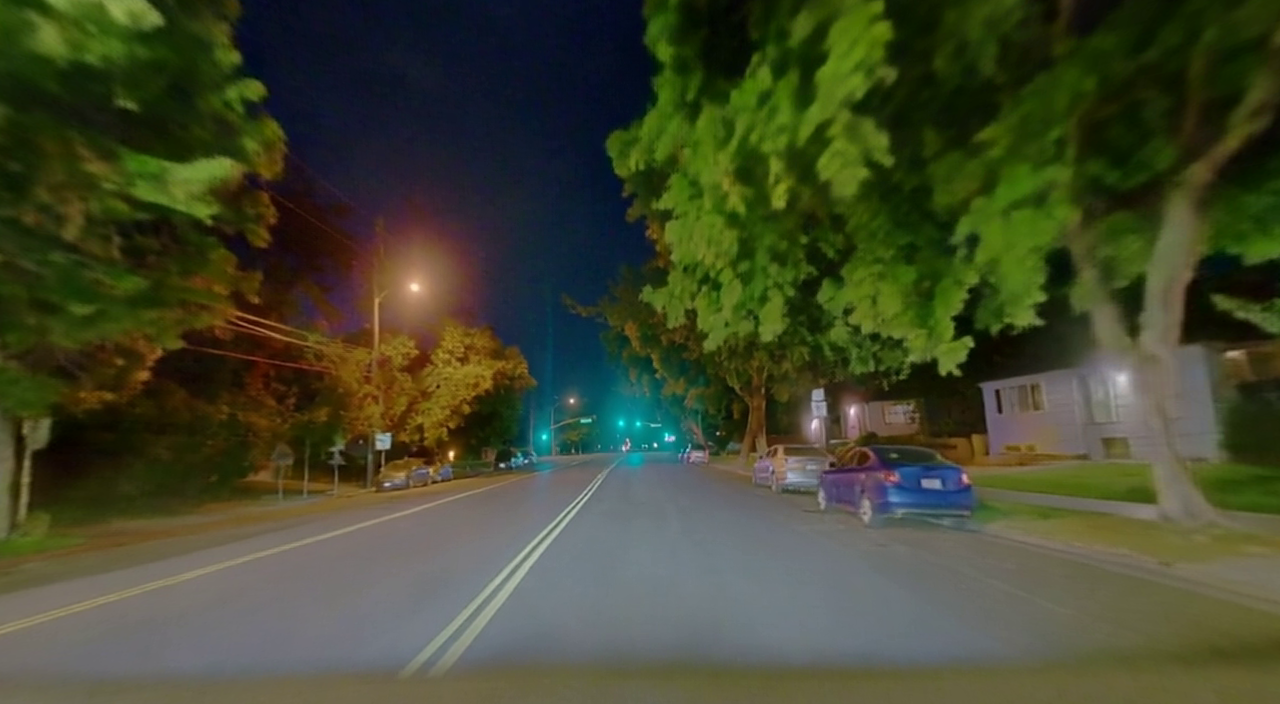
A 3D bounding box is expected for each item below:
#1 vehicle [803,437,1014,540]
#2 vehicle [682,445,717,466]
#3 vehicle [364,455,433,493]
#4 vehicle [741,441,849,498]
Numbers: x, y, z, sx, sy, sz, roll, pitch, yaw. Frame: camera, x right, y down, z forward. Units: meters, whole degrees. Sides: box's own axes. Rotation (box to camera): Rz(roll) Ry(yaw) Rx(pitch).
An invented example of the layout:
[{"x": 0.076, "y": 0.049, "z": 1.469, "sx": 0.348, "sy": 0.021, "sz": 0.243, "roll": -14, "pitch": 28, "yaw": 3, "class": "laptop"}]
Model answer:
[{"x": 4.564, "y": 2.355, "z": 11.576, "sx": 1.924, "sy": 1.516, "sz": 4.163, "roll": 0, "pitch": -9, "yaw": -2, "class": "vehicle"}, {"x": 4.298, "y": 7.608, "z": 46.432, "sx": 2.010, "sy": 1.461, "sz": 4.247, "roll": 0, "pitch": -9, "yaw": -2, "class": "vehicle"}, {"x": -11.633, "y": 5.879, "z": 30.762, "sx": 1.845, "sy": 1.626, "sz": 4.105, "roll": 0, "pitch": -9, "yaw": -2, "class": "vehicle"}, {"x": 4.472, "y": 3.460, "z": 19.076, "sx": 1.887, "sy": 1.480, "sz": 4.731, "roll": 0, "pitch": -9, "yaw": -2, "class": "vehicle"}]
